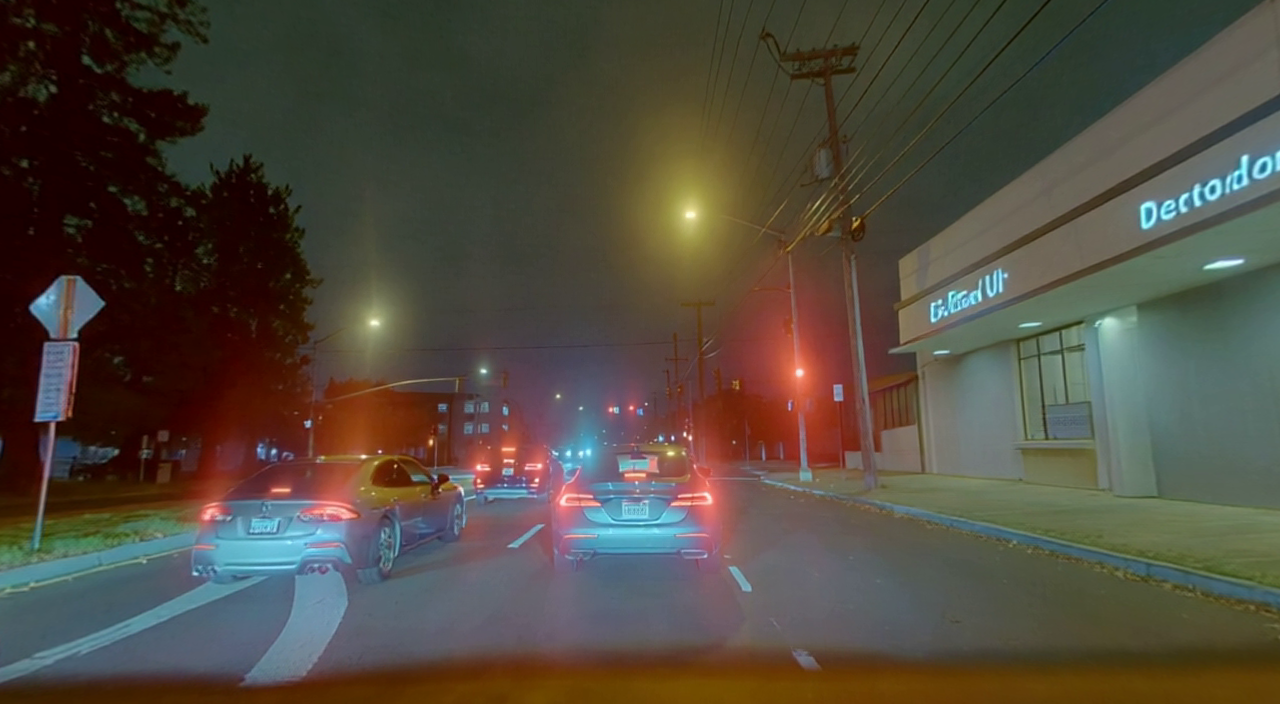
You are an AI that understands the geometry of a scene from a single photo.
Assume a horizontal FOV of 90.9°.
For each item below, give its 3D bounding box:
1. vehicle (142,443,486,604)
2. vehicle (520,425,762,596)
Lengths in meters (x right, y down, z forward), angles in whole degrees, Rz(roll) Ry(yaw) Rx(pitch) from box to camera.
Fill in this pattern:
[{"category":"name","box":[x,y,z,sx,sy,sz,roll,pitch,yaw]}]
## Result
[{"category":"vehicle","box":[-3.229,1.738,7.323,1.765,1.319,4.013,0,-9,2]},{"category":"vehicle","box":[-0.002,1.679,7.536,2.101,1.469,3.955,0,-9,0]}]
